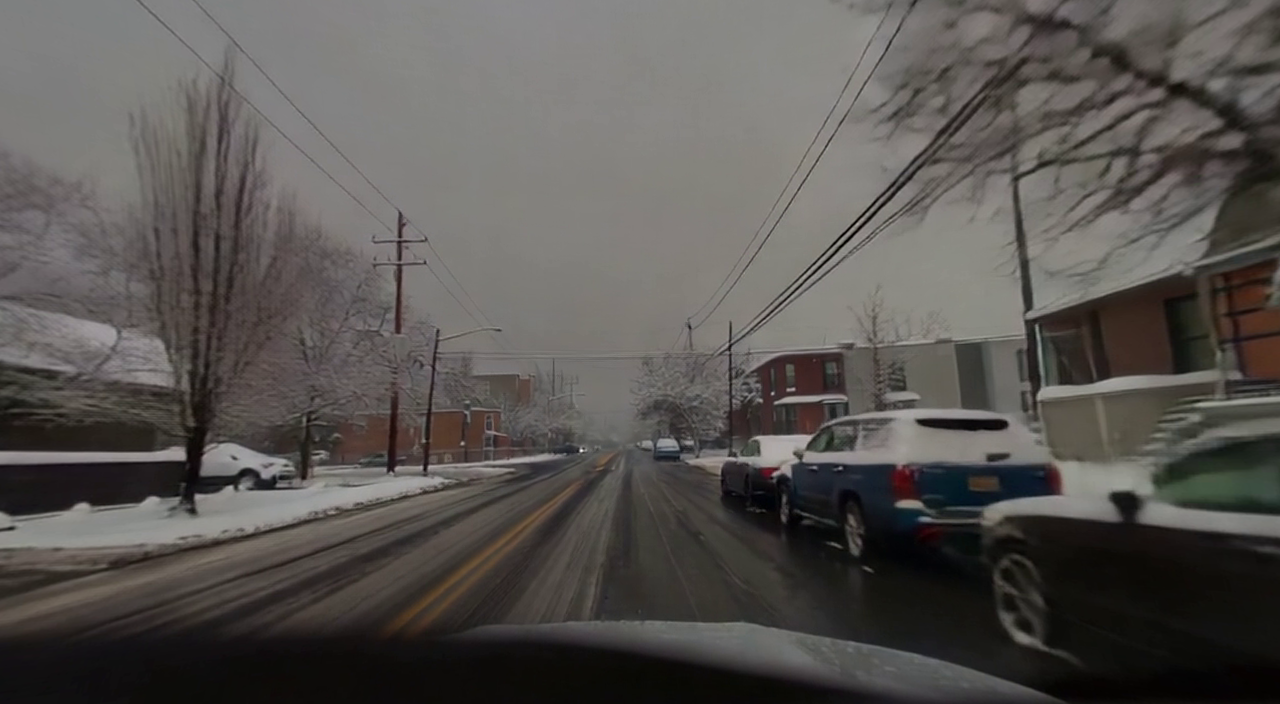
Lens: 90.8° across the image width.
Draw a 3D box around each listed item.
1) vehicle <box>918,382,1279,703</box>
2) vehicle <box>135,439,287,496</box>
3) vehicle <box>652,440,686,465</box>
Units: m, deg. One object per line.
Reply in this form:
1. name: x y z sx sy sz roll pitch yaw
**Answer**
1. vehicle: 3.326 0.923 2.627 1.895 1.537 4.844 0 -9 -3
2. vehicle: -17.086 4.561 25.303 4.822 1.868 2.015 3 -10 -39
3. vehicle: 1.982 7.017 44.203 1.999 1.604 4.065 0 -9 -3
